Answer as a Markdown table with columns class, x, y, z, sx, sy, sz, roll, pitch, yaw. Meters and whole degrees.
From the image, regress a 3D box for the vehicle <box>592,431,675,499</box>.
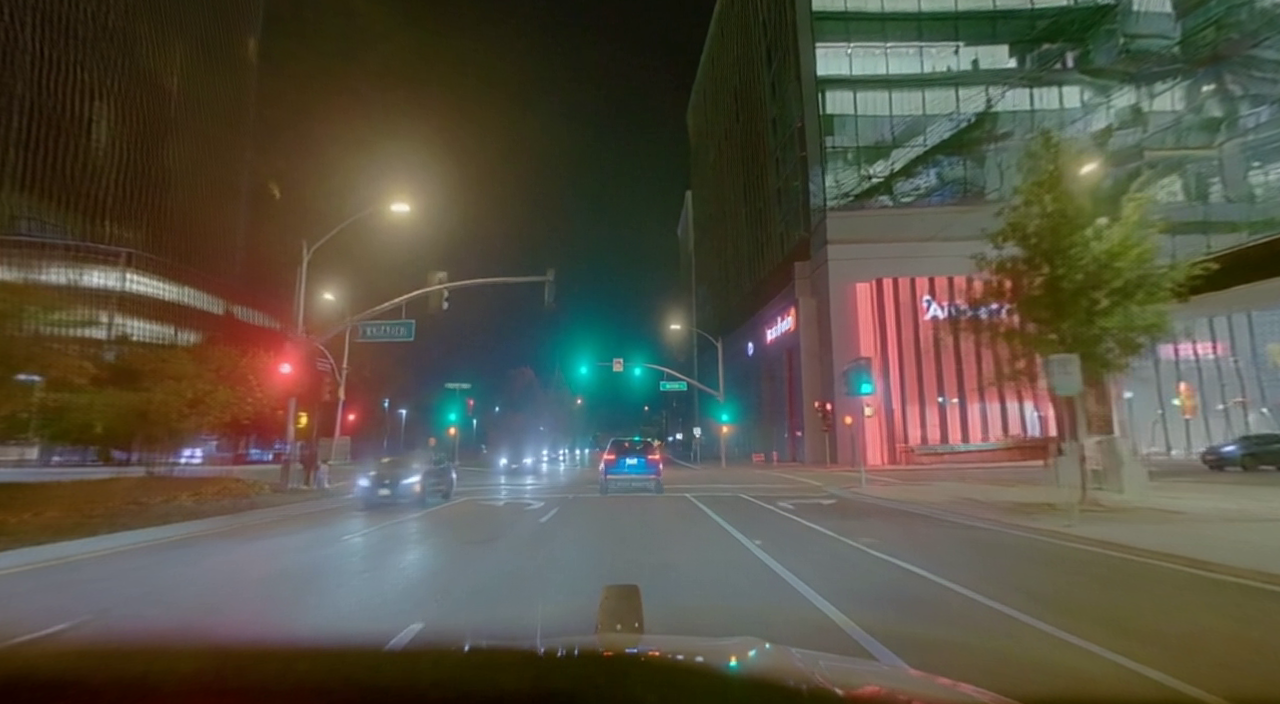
| class | x | y | z | sx | sy | sz | roll | pitch | yaw |
| --- | --- | --- | --- | --- | --- | --- | --- | --- | --- |
| vehicle | -0.213 | 3.298 | 18.793 | 2.183 | 1.765 | 4.059 | 0 | -8 | -1 |

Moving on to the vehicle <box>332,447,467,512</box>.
| class | x | y | z | sx | sy | sz | roll | pitch | yaw |
| --- | --- | --- | --- | --- | --- | --- | --- | --- | --- |
| vehicle | -6.237 | 3.320 | 17.004 | 1.908 | 1.475 | 4.337 | 0 | -8 | 0 |

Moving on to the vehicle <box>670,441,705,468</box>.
| class | x | y | z | sx | sy | sz | roll | pitch | yaw |
| --- | --- | --- | --- | --- | --- | --- | --- | --- | --- |
| vehicle | 3.509 | 7.709 | 47.670 | 2.113 | 1.869 | 5.322 | 0 | -8 | -2 |

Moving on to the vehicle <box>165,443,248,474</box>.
| class | x | y | z | sx | sy | sz | roll | pitch | yaw |
| --- | --- | --- | --- | --- | --- | --- | --- | --- | --- |
| vehicle | -26.343 | 6.440 | 38.387 | 4.393 | 1.730 | 2.151 | -5 | -9 | 26 |

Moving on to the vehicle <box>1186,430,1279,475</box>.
| class | x | y | z | sx | sy | sz | roll | pitch | yaw |
| --- | --- | --- | --- | --- | --- | --- | --- | --- | --- |
| vehicle | 25.102 | 3.946 | 24.914 | 5.183 | 1.650 | 2.014 | 0 | -8 | -1 |

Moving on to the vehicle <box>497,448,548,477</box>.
| class | x | y | z | sx | sy | sz | roll | pitch | yaw |
| --- | --- | --- | --- | --- | --- | --- | --- | --- | --- |
| vehicle | -6.510 | 6.171 | 35.447 | 1.934 | 1.476 | 4.457 | 0 | -8 | 1 |
